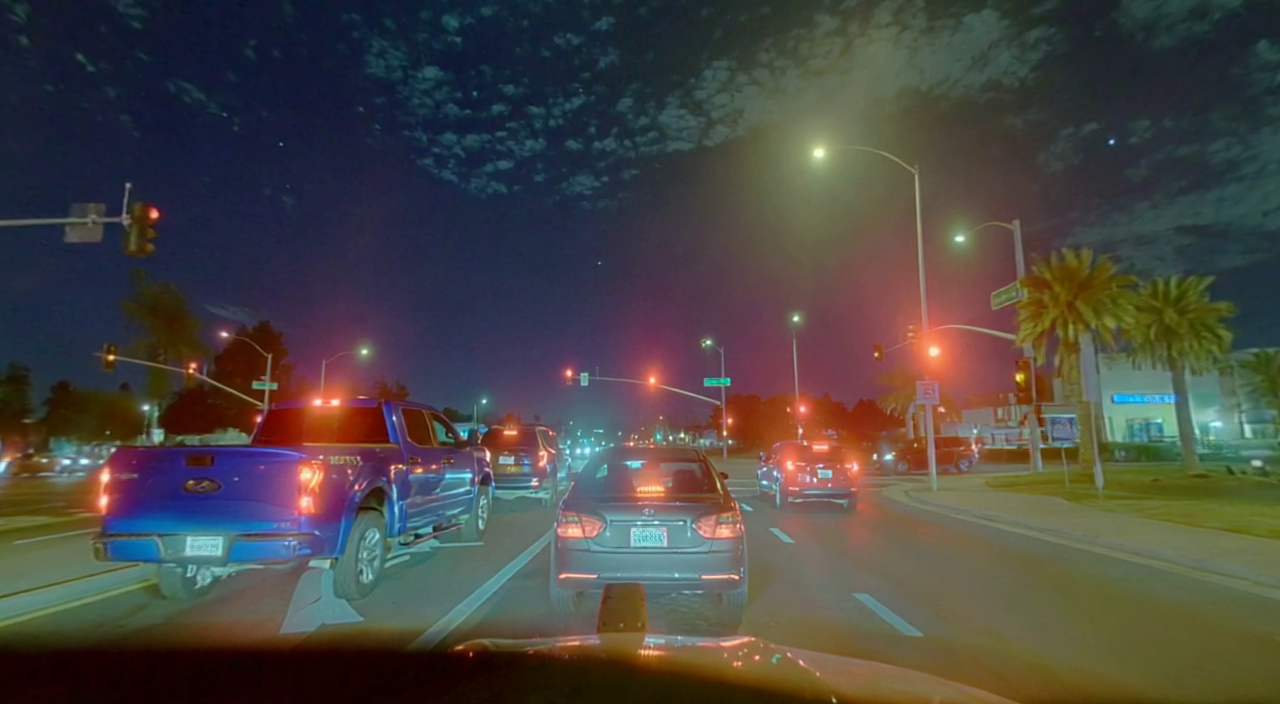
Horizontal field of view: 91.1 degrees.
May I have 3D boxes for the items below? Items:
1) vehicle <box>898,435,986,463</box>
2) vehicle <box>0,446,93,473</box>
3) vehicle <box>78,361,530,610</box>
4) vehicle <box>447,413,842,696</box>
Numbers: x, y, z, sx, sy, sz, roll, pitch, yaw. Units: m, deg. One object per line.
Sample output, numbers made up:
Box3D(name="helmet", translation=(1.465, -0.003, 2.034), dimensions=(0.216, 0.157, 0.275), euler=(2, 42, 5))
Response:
Box3D(name="vehicle", translation=(18.847, 6.079, 39.305), dimensions=(4.466, 1.717, 1.963), euler=(0, -8, 2))
Box3D(name="vehicle", translation=(-37.079, 6.632, 38.878), dimensions=(4.576, 1.617, 1.937), euler=(0, -8, 2))
Box3D(name="vehicle", translation=(-3.209, 1.471, 7.914), dimensions=(2.330, 1.969, 5.626), euler=(-1, -8, 3))
Box3D(name="vehicle", translation=(0.053, 1.399, 5.528), dimensions=(2.122, 1.501, 4.152), euler=(0, -8, 1))
